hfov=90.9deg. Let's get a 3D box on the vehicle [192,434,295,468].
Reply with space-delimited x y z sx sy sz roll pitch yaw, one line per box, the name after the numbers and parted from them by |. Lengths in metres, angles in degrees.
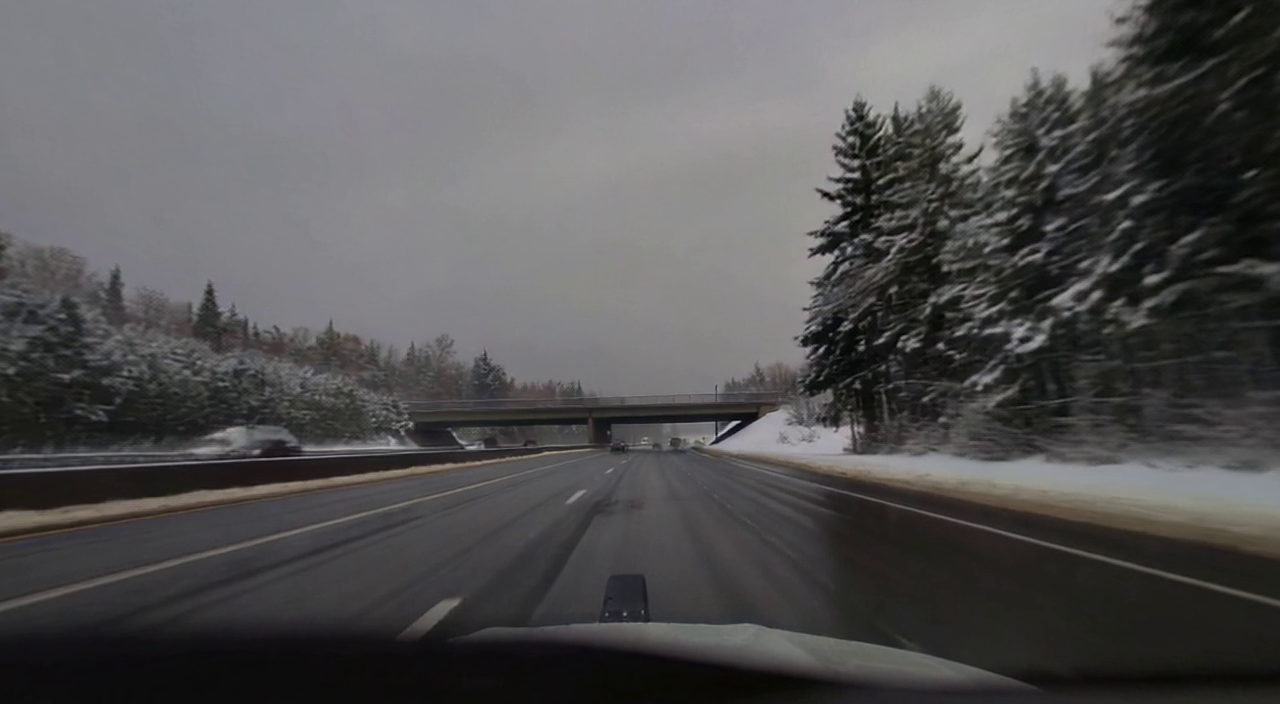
-24.163 6.082 38.792 2.342 1.928 5.955 0 -9 1 | vehicle
